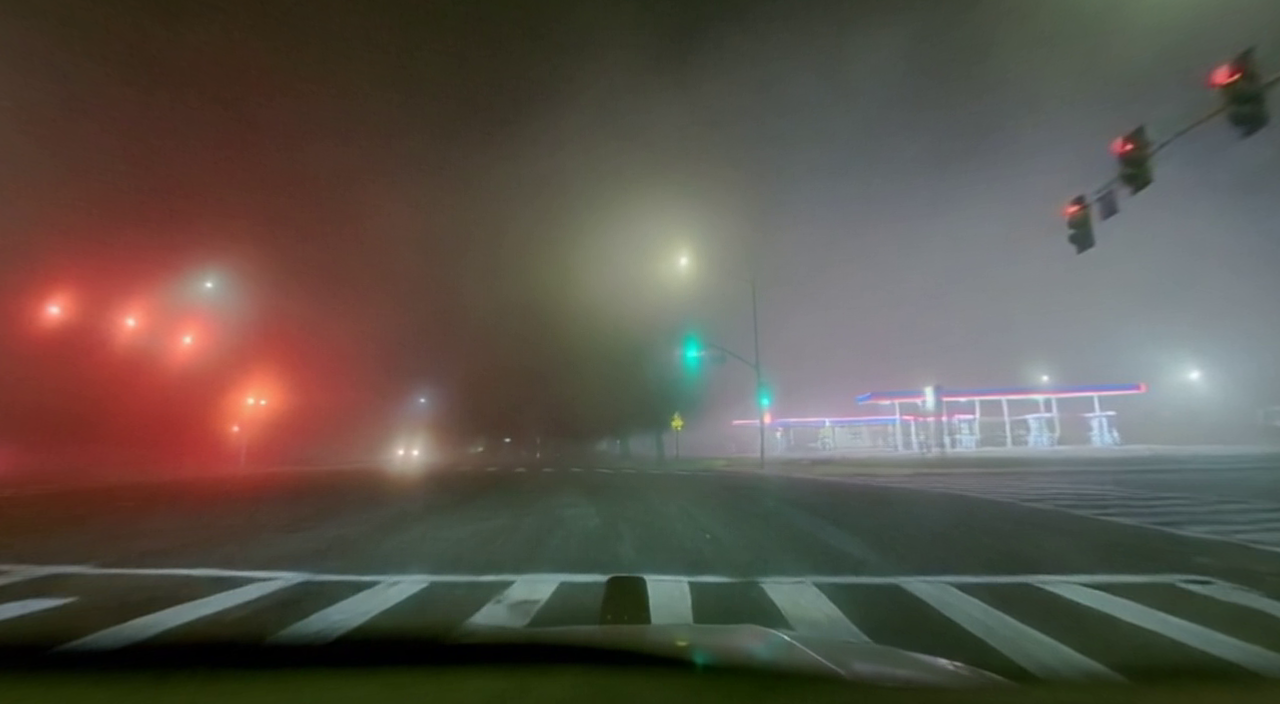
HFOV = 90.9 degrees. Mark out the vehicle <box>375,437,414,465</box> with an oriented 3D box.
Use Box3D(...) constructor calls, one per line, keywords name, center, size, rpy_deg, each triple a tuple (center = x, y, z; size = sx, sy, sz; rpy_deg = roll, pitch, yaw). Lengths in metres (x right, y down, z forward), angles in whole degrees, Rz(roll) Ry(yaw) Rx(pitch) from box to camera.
Box3D(name="vehicle", center=(-15.419, 6.212, 39.808), size=(2.048, 1.670, 4.450), rpy_deg=(3, -8, -19))
